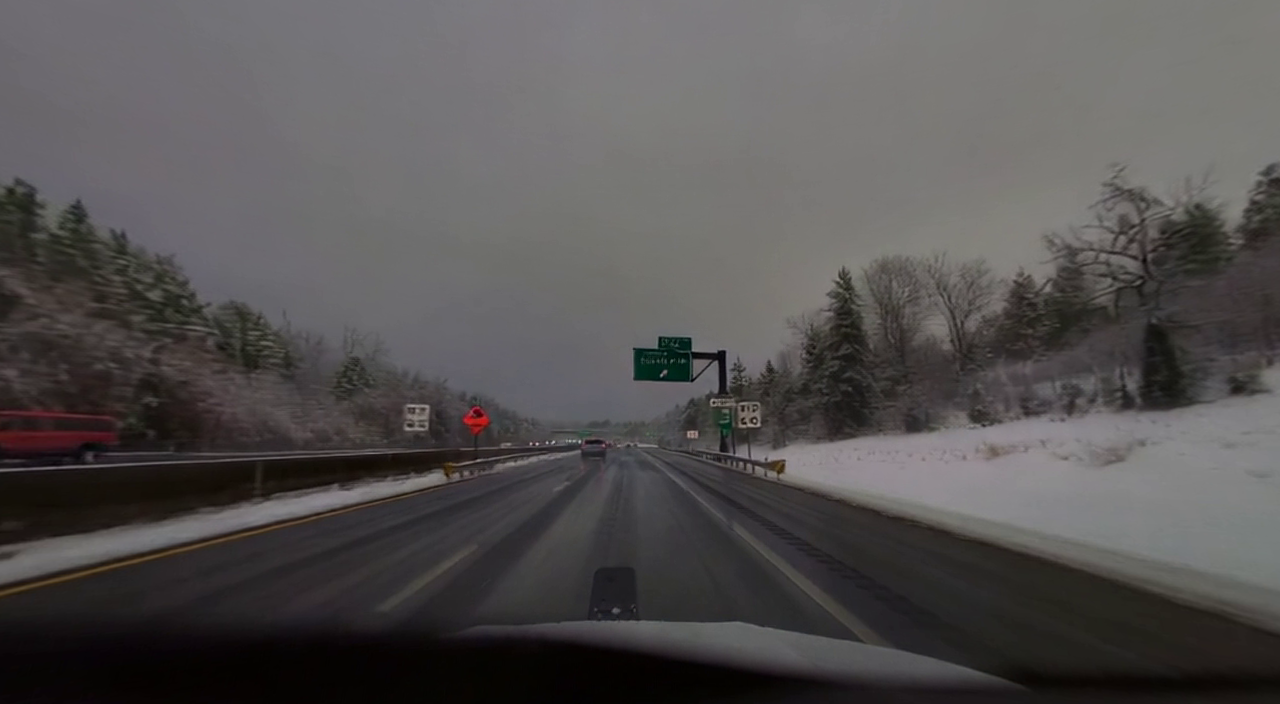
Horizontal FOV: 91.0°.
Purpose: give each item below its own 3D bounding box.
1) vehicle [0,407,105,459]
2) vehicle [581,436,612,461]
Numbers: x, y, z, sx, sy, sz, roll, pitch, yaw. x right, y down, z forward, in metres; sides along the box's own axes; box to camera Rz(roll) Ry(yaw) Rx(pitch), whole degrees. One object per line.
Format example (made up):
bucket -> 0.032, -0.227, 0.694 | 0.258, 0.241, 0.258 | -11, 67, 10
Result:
vehicle -> -38.978, 5.129, 39.345 | 2.930, 3.039, 9.292 | 0, -8, 0
vehicle -> -3.338, 7.456, 48.980 | 2.188, 1.825, 4.282 | 0, -8, -2
